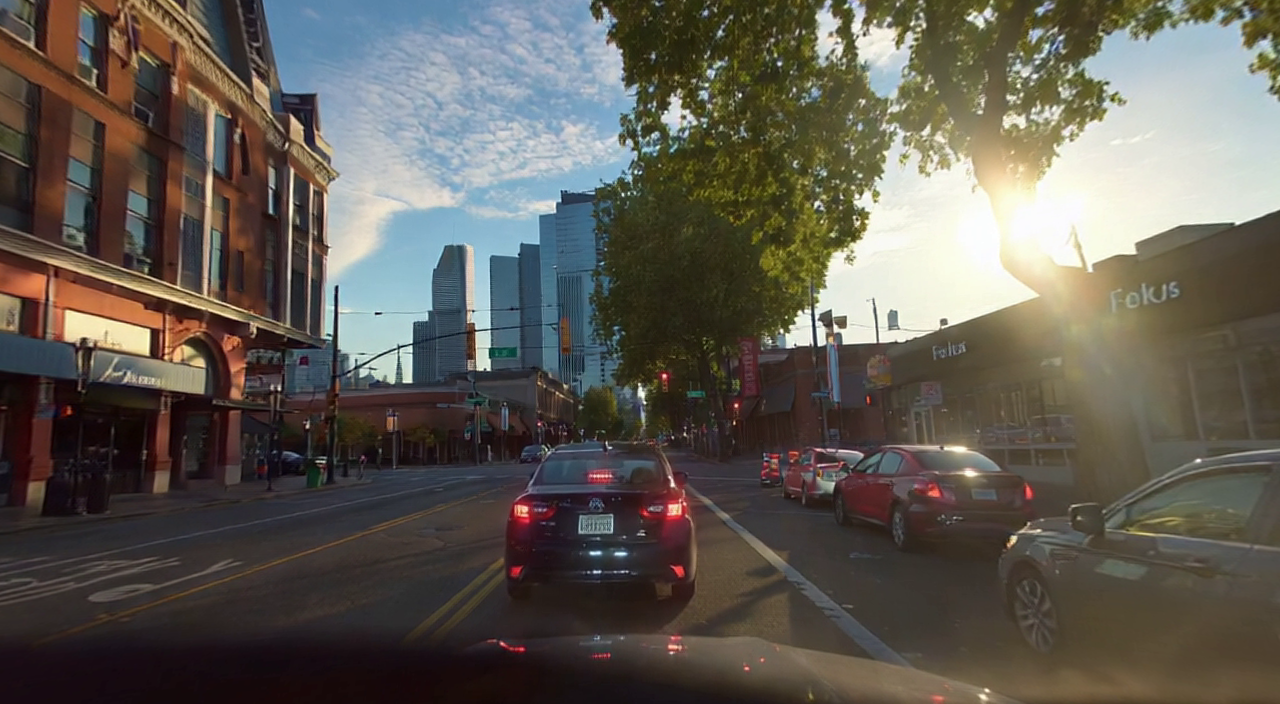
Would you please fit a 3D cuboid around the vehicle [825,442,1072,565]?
[{"bbox_3d":[4.551,2.241,10.267,1.912,1.505,4.618,-1,-8,4],"label":"vehicle"}]

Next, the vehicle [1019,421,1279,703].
[{"bbox_3d":[3.178,0.826,1.107,2.006,1.496,4.767,0,-9,-1],"label":"vehicle"}]

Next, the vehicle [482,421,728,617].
[{"bbox_3d":[-0.279,1.566,6.786,1.888,1.489,3.703,0,-8,0],"label":"vehicle"}]
